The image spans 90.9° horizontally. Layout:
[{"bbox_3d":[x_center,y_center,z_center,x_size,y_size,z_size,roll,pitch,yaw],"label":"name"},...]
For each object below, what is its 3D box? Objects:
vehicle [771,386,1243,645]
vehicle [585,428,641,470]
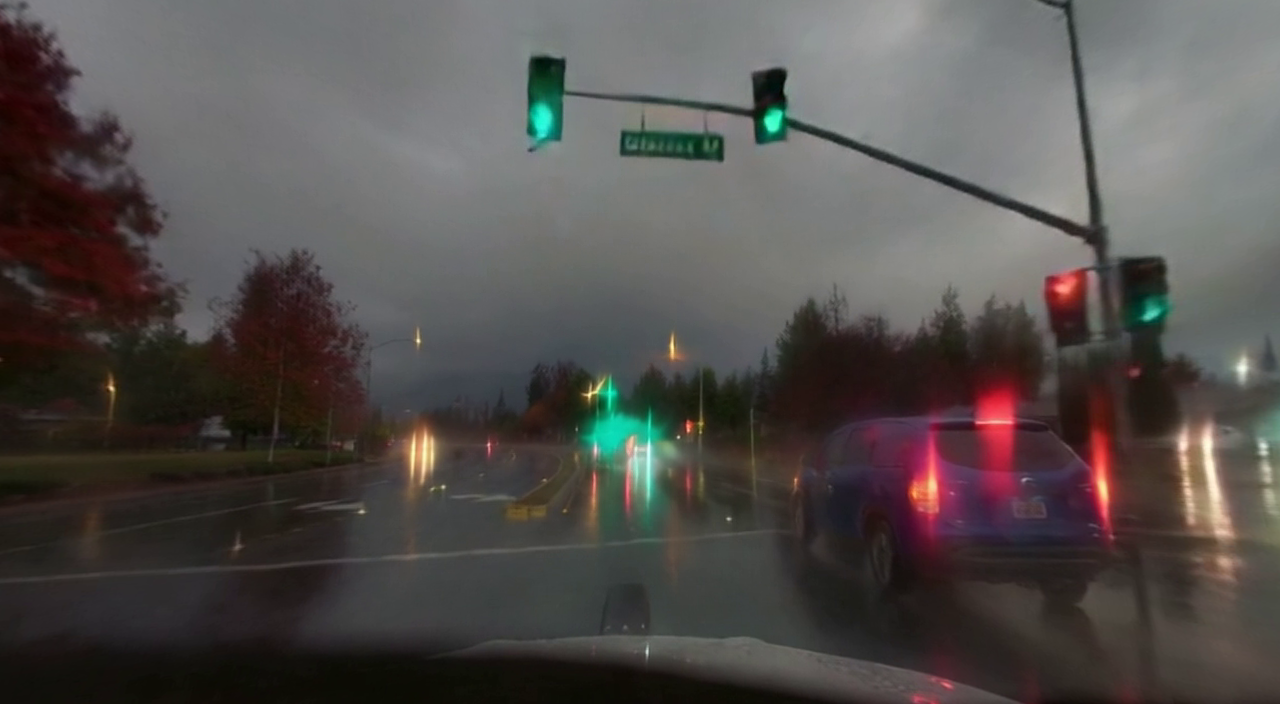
[{"bbox_3d":[2.898,1.393,6.500,2.024,1.686,4.588,1,-8,-1],"label":"vehicle"},{"bbox_3d":[-1.393,4.687,30.675,2.185,1.822,4.583,2,-8,-9],"label":"vehicle"}]
